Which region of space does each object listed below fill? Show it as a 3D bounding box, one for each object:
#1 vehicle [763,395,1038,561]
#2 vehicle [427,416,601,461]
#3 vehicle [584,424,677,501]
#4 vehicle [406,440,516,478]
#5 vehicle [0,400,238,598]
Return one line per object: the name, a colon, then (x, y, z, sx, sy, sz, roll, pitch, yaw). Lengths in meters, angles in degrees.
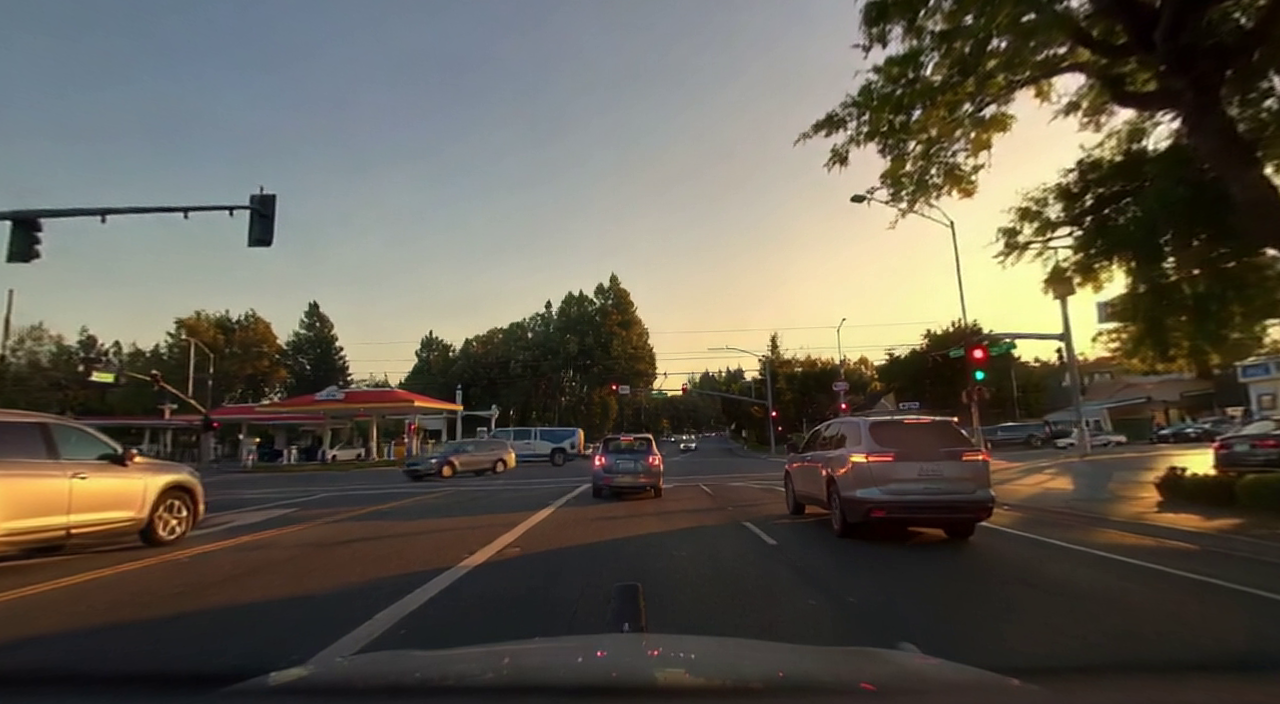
vehicle: (3.233, 1.684, 9.030, 2.083, 1.779, 4.347, 0, -9, 0)
vehicle: (-9.322, 6.630, 48.153, 12.640, 3.321, 2.995, 1, -9, -3)
vehicle: (-0.185, 2.776, 16.137, 2.067, 1.702, 3.987, 0, -9, 1)
vehicle: (-7.718, 4.636, 27.568, 1.847, 1.508, 4.366, -6, -11, 35)
vehicle: (-6.791, 1.442, 6.440, 2.011, 1.774, 4.866, 0, -9, 2)
